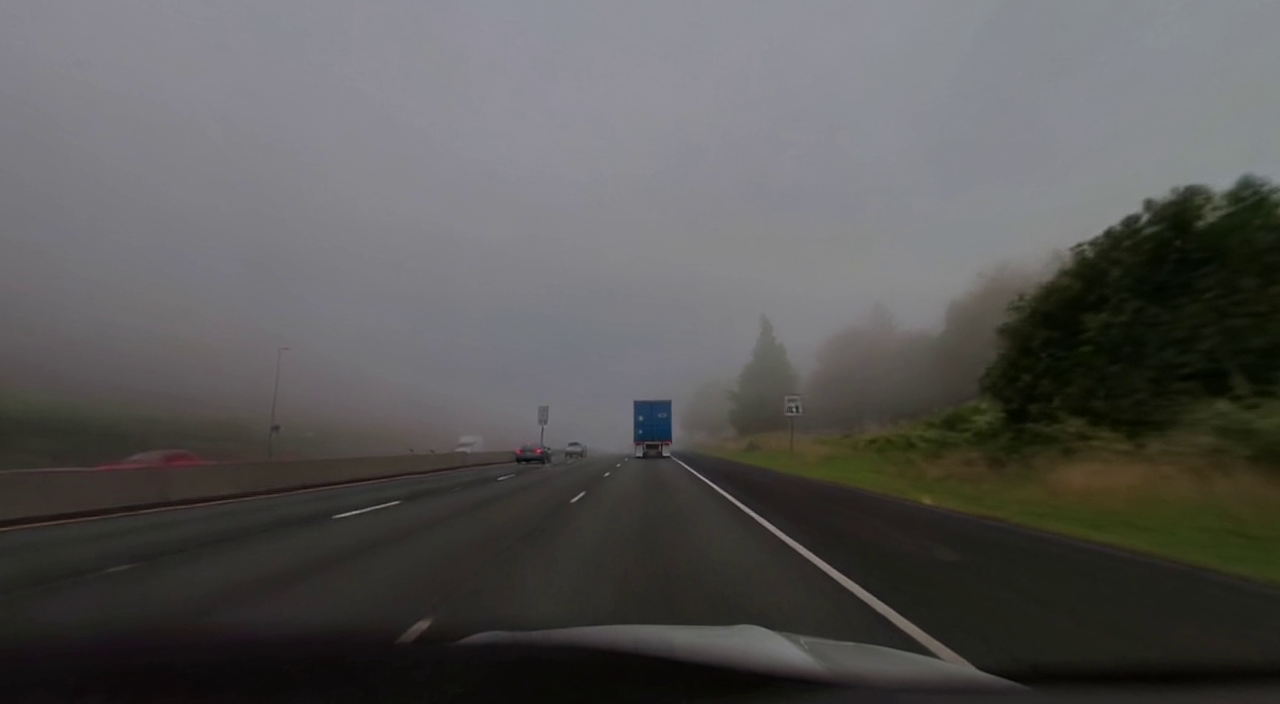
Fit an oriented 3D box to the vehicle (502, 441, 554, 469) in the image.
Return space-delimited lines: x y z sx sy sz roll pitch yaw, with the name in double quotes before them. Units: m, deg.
"vehicle" -6.343 5.889 36.268 2.017 1.517 4.766 0 -8 1
